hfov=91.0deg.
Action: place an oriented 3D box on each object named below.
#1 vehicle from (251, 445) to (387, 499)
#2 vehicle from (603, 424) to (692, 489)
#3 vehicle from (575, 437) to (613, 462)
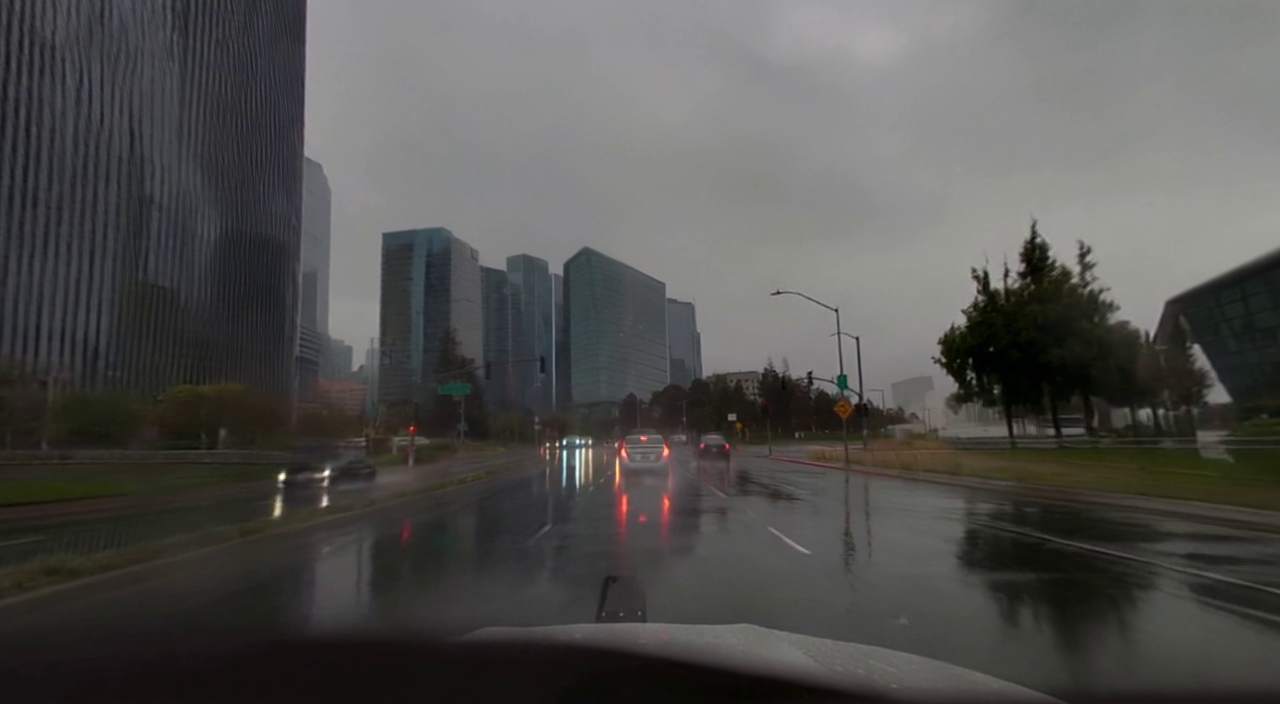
[{"bbox_3d":[-10.408,3.900,20.900,1.967,1.552,4.536,-1,-9,3],"label":"vehicle"},{"bbox_3d":[0.221,3.419,20.845,2.601,1.878,4.535,0,-9,0],"label":"vehicle"},{"bbox_3d":[-2.999,6.469,41.850,2.103,1.569,3.861,0,-9,2],"label":"vehicle"}]
